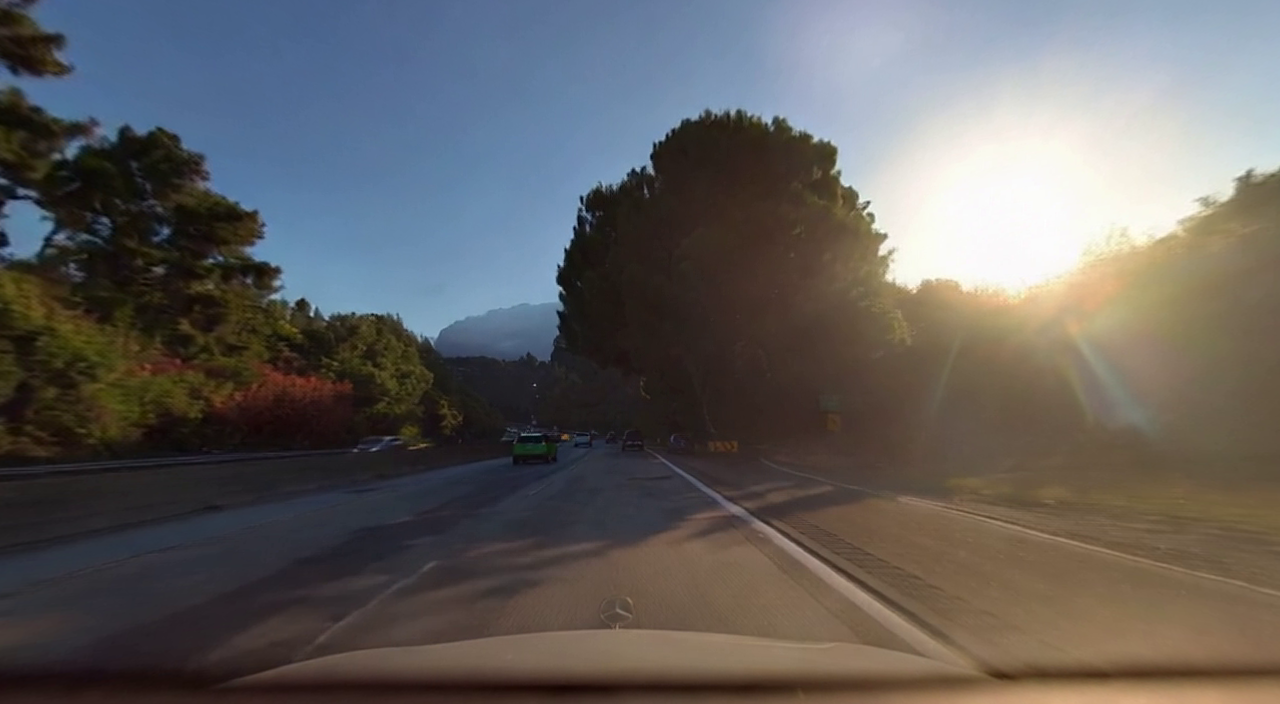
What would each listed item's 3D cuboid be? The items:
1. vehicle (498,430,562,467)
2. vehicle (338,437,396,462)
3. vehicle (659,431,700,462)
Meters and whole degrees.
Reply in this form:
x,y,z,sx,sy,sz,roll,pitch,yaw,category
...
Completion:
x,y,z,sx,sy,sz,roll,pitch,yaw,category
-4.770,4.238,28.060,2.023,1.512,4.804,0,-7,0,vehicle
-16.973,6.074,39.389,1.790,1.453,4.155,0,-8,-1,vehicle
1.942,4.751,31.898,1.869,1.466,3.356,0,-7,0,vehicle
